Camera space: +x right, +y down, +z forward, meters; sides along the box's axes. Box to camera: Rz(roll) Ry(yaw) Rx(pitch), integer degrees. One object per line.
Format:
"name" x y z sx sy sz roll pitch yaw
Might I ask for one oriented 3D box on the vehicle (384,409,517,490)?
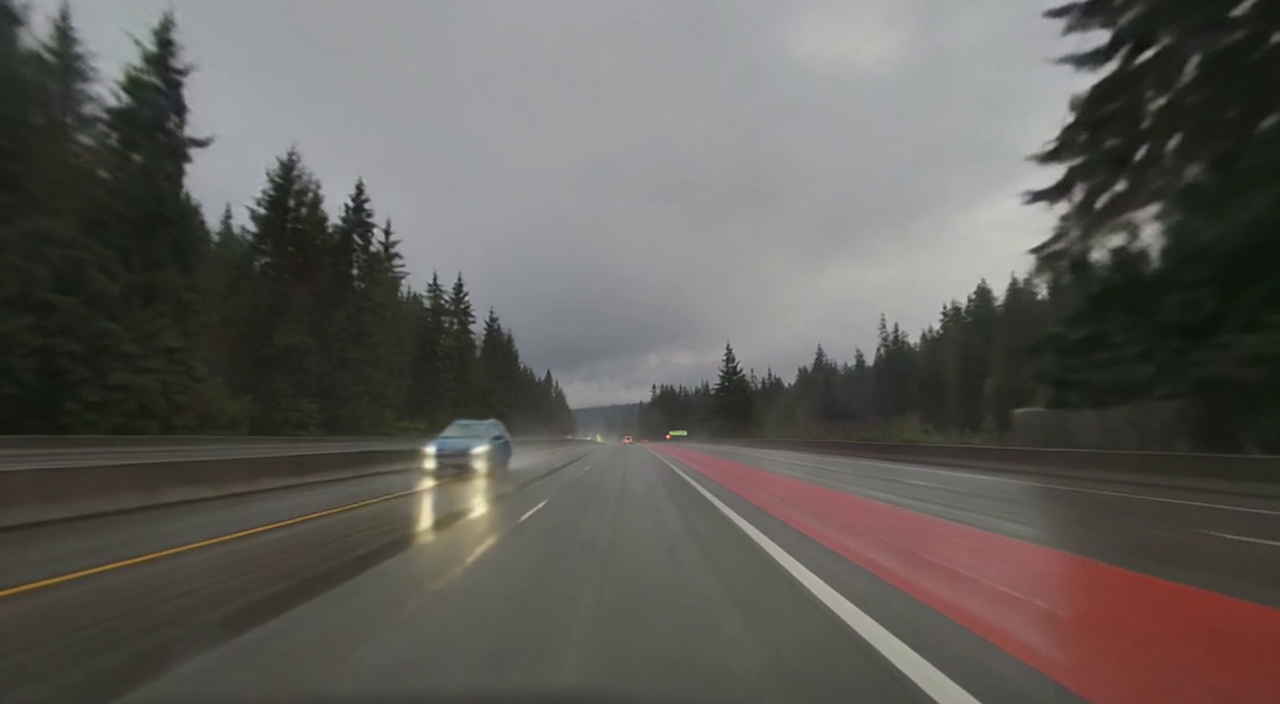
"vehicle" -5.141 2.742 18.039 2.272 1.960 5.191 0 -8 -1
